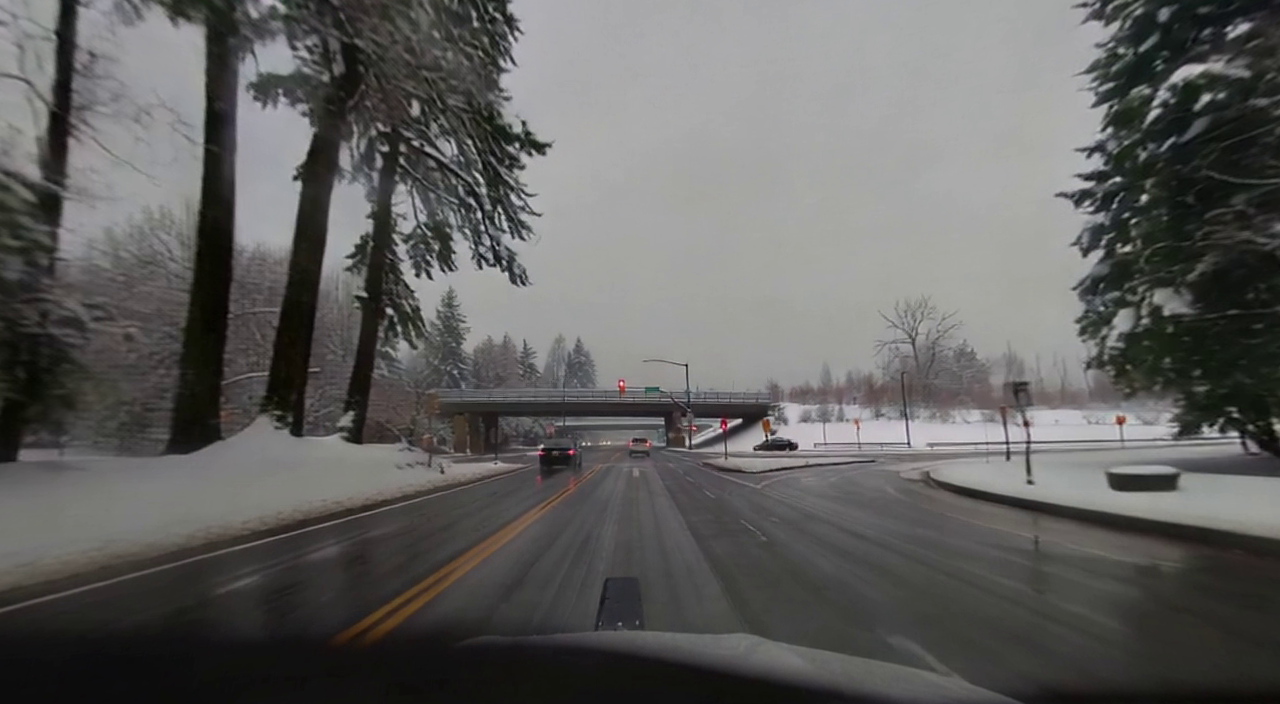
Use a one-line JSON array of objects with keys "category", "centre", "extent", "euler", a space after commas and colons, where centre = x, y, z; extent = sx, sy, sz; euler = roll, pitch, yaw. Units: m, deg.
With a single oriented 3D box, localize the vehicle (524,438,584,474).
[{"category": "vehicle", "centre": [-3.816, 4.680, 28.644], "extent": [2.082, 1.472, 4.310], "euler": [0, -9, 0]}]
